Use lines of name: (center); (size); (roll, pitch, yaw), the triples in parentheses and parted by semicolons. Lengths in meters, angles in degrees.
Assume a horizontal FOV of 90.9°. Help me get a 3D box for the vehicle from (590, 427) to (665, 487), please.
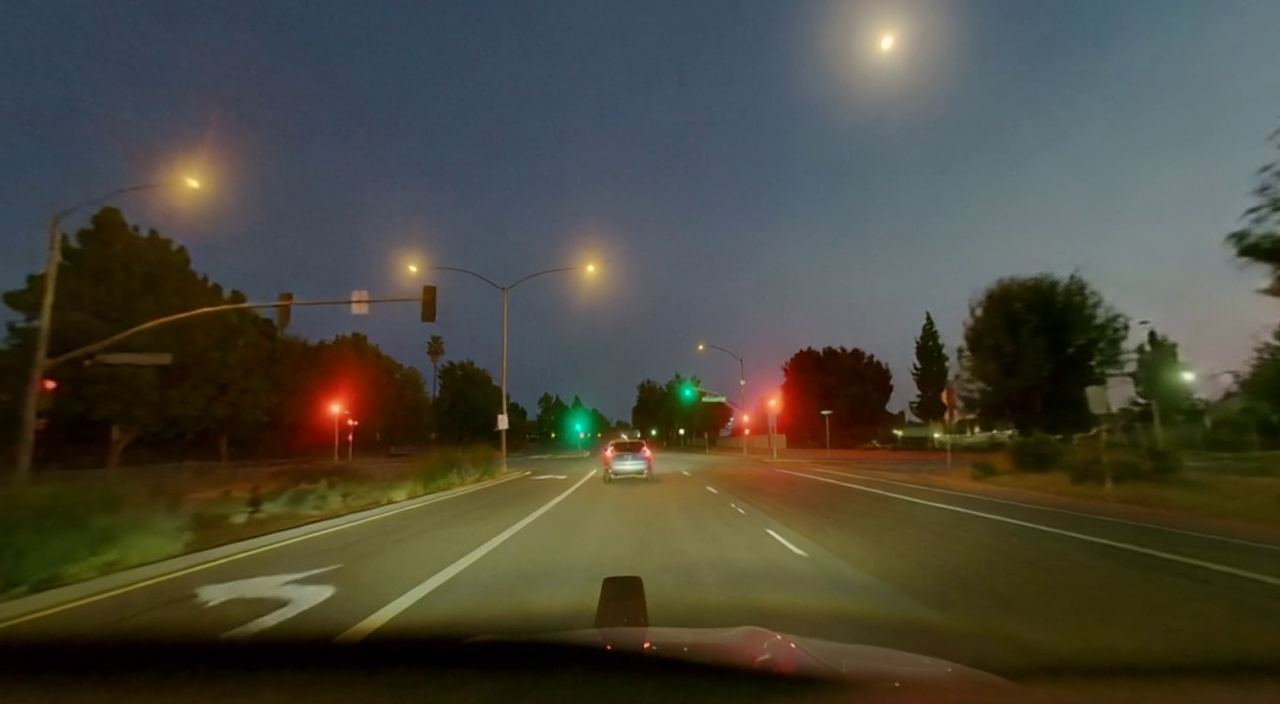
vehicle: (-0.390, 3.406, 20.689); (2.192, 1.734, 4.176); (0, -8, 0)
